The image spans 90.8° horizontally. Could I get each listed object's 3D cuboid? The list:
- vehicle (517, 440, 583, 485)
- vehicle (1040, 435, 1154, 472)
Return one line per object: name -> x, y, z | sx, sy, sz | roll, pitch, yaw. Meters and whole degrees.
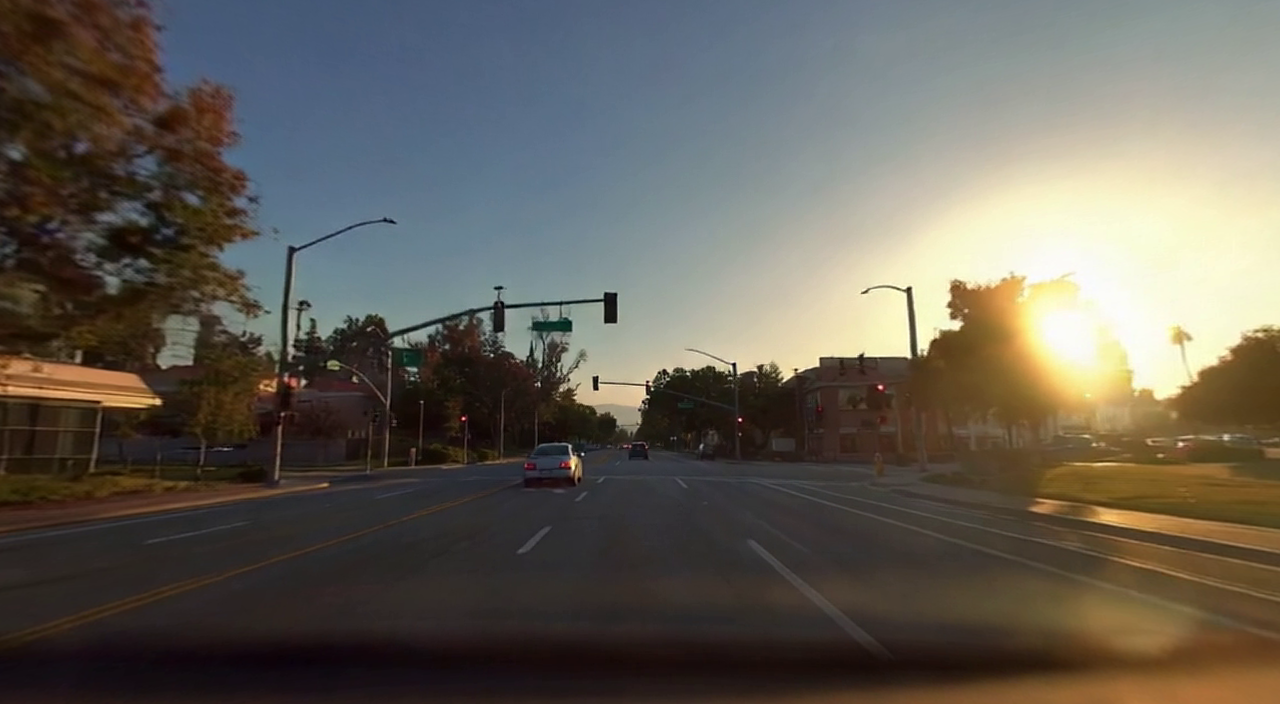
vehicle -> -3.310, 4.124, 23.937 | 1.915, 1.553, 3.846 | 0, -8, 0
vehicle -> 23.266, 5.177, 32.303 | 4.246, 1.750, 1.954 | -1, -8, 1
